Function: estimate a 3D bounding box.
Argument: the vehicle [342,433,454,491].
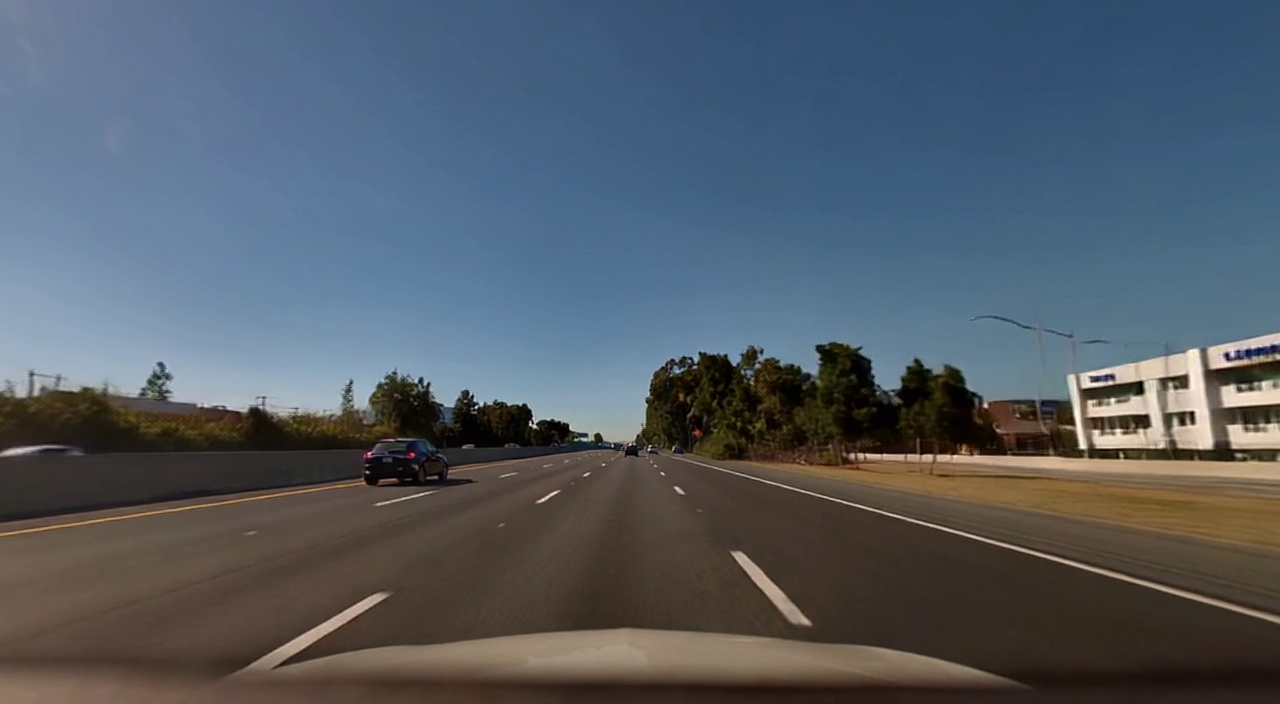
[{"bbox_3d":[-8.041,3.684,21.480,2.089,1.724,4.327,0,-9,0],"label":"vehicle"}]
